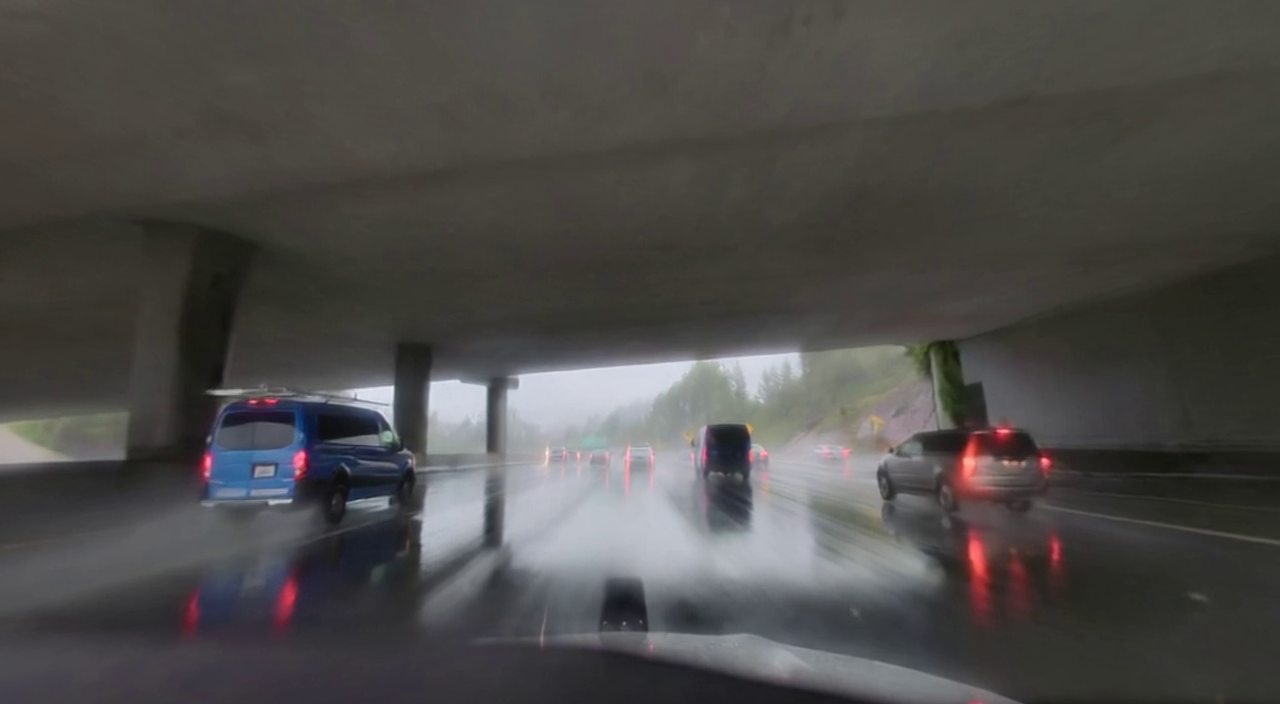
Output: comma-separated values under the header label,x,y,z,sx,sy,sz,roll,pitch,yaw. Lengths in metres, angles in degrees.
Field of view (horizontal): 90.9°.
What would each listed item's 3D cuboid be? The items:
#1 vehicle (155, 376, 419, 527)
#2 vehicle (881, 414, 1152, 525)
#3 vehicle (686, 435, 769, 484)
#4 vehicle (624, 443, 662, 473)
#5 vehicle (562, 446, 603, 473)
label,x,y,z,sx,sy,sz,roll,pitch,yaw
vehicle,-7.544,2.275,14.720,2.336,2.708,6.421,0,-9,1
vehicle,7.468,2.416,13.569,2.304,1.840,5.706,0,-9,0
vehicle,3.645,4.641,27.556,2.777,1.895,5.710,0,-9,0
vehicle,0.165,6.166,36.837,2.115,1.617,4.102,0,-9,0
vehicle,-3.341,6.340,37.415,1.970,1.483,4.071,0,-9,1
